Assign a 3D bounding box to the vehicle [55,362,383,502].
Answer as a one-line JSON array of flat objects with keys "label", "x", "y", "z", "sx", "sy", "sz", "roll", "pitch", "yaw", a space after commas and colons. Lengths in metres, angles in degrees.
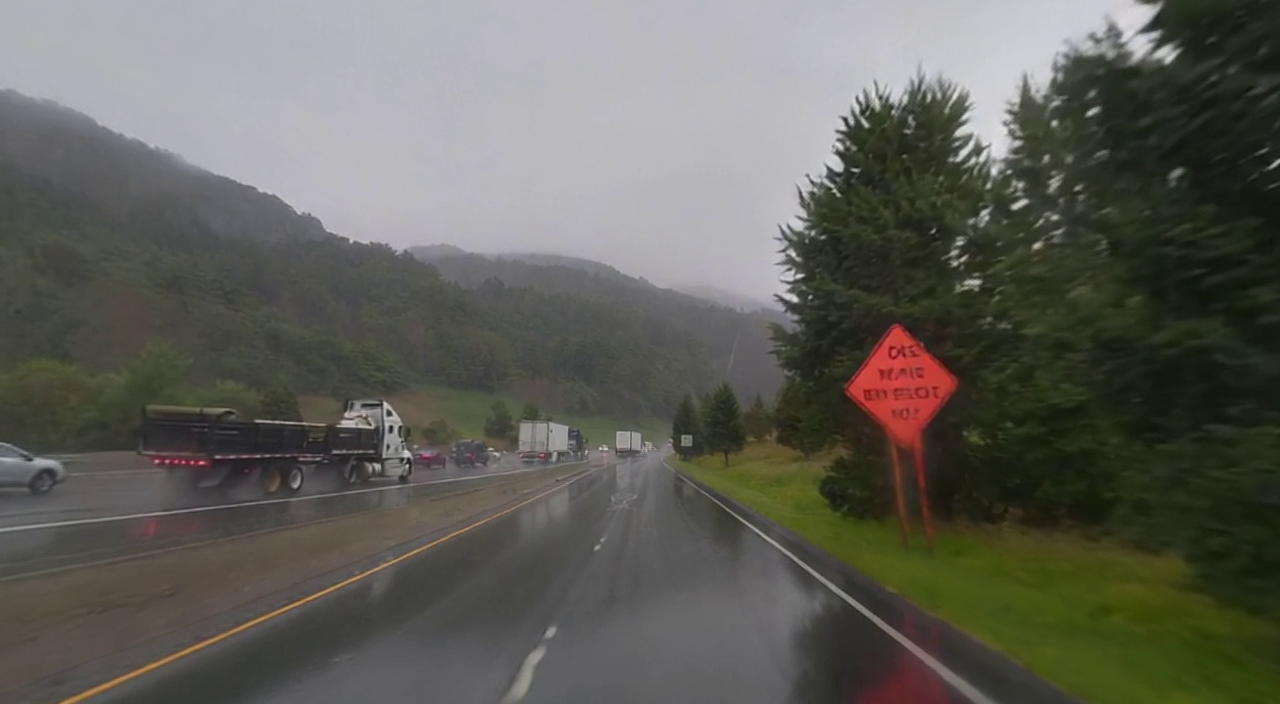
[{"label": "vehicle", "x": -13.380, "y": 2.979, "z": 22.282, "sx": 2.745, "sy": 3.617, "sz": 11.590, "roll": -1, "pitch": -9, "yaw": 5}]
